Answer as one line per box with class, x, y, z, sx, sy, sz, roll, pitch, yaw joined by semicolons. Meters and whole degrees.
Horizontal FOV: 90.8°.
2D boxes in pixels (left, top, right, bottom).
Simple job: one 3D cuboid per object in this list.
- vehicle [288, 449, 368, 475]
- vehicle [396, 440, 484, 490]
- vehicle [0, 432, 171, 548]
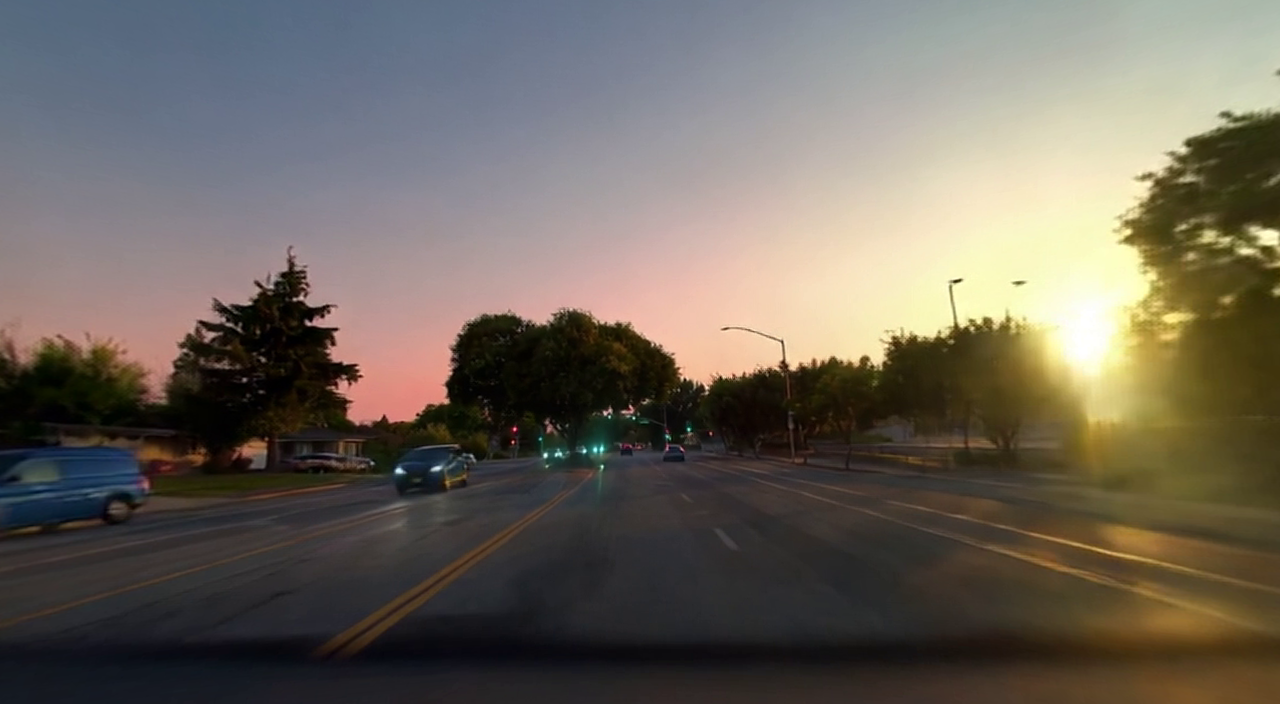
vehicle;-20.919;7.347;42.484;4.354;1.676;1.905;0;-9;-2
vehicle;-7.464;4.235;24.079;1.958;1.702;4.386;0;-8;-1
vehicle;-13.582;2.941;14.005;2.346;2.217;5.290;0;-8;-2
